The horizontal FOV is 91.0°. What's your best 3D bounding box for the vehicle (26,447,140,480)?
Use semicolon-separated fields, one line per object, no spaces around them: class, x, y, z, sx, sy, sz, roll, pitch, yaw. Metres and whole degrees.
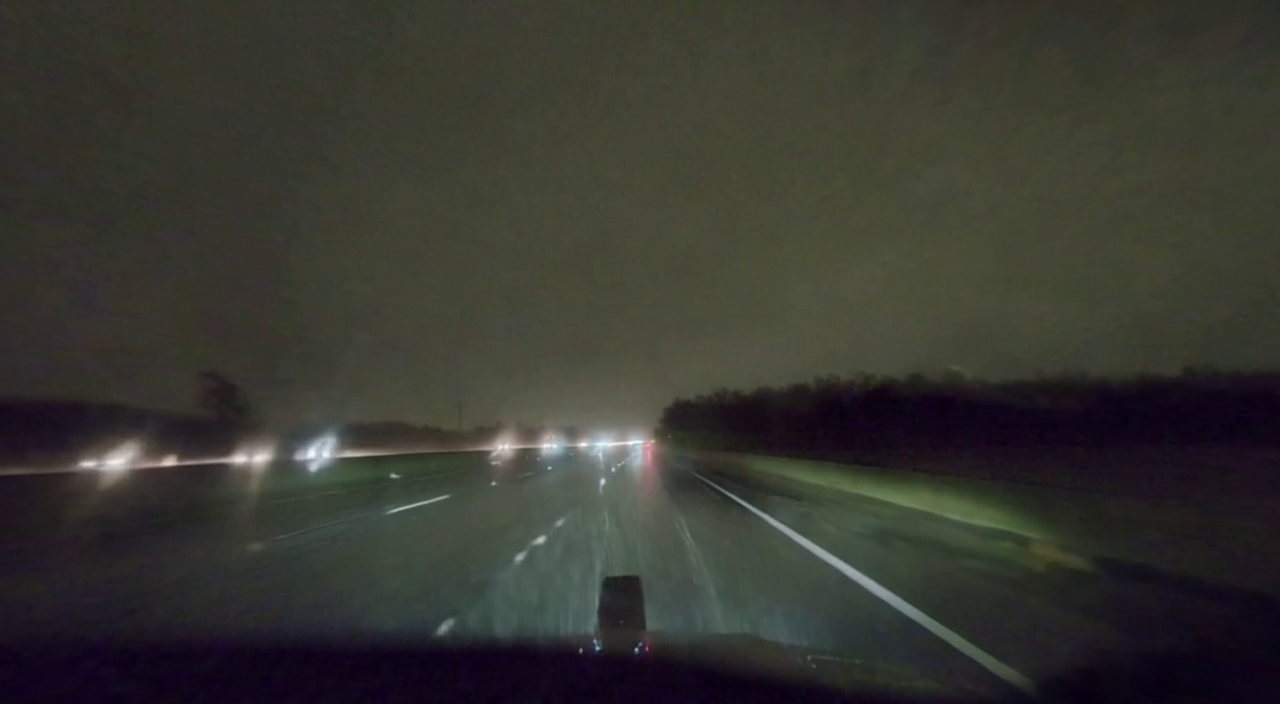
vehicle;-32.119;6.401;36.583;2.059;1.750;4.910;0;-9;1

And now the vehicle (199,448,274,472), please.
vehicle;-28.151;7.557;44.185;1.973;1.553;4.870;0;-9;1
